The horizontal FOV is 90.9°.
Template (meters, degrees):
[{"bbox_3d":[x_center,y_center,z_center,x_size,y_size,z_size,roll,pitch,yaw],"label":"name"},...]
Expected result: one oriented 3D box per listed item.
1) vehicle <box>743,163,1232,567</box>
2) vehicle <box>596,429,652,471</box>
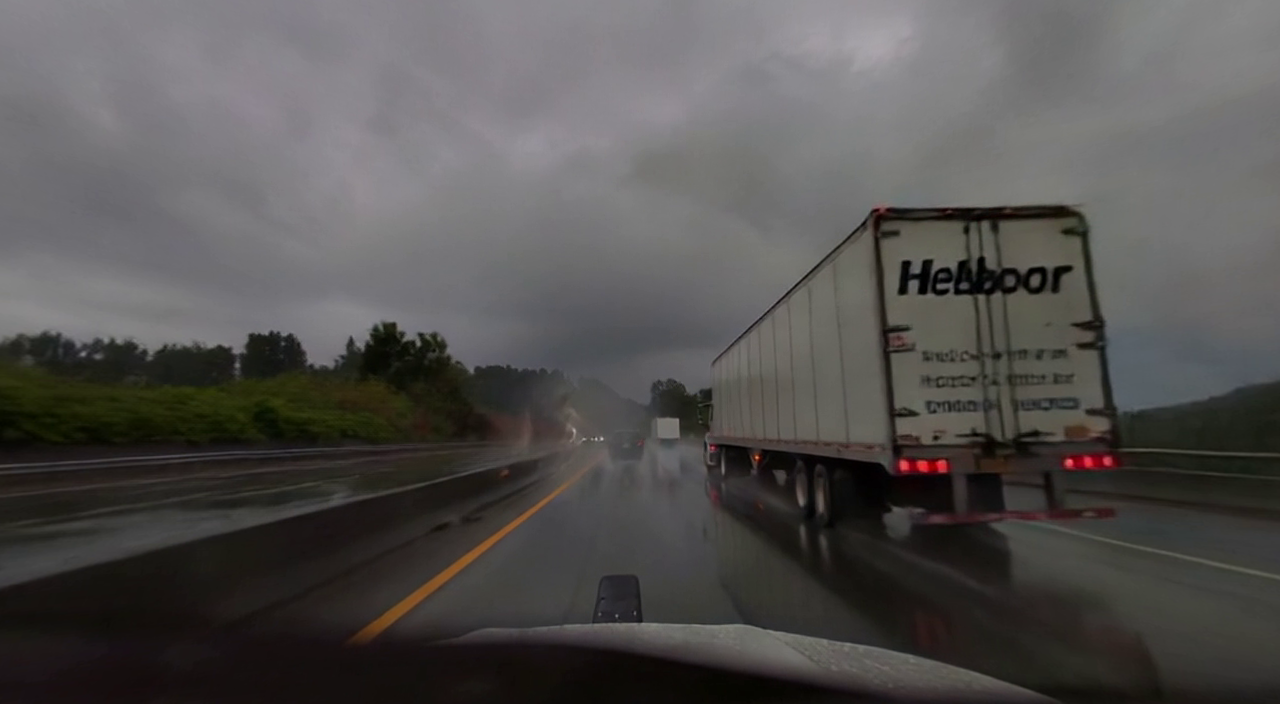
[{"bbox_3d":[4.167,0.694,11.148,2.853,4.038,9.832,0,-8,-1],"label":"vehicle"},{"bbox_3d":[-0.631,3.931,25.638,2.095,1.557,3.963,0,-8,-1],"label":"vehicle"}]
